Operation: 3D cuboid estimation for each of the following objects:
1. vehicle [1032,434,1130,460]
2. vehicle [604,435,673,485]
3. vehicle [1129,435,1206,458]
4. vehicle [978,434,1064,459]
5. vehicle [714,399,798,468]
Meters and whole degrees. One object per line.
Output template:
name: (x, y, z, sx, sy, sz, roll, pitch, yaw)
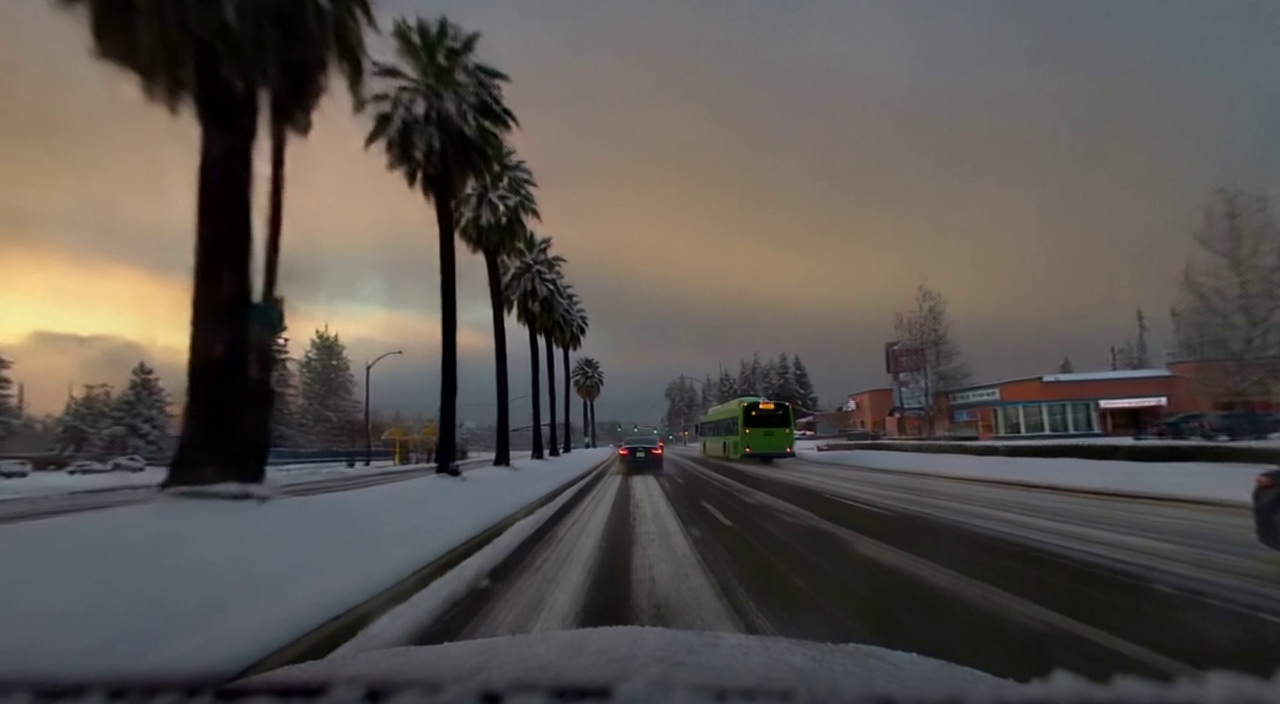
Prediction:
vehicle: (25.780, 5.568, 37.012, 4.319, 1.444, 1.888, 0, -9, -2)
vehicle: (-0.076, 3.555, 21.074, 2.065, 1.477, 4.306, 0, -9, -1)
vehicle: (34.757, 6.235, 41.678, 3.494, 1.498, 1.704, 0, -9, 2)
vehicle: (25.190, 6.267, 41.862, 4.492, 1.492, 1.855, -1, -9, -1)
vehicle: (6.238, 4.684, 35.685, 2.795, 3.383, 9.287, 0, -9, -1)
